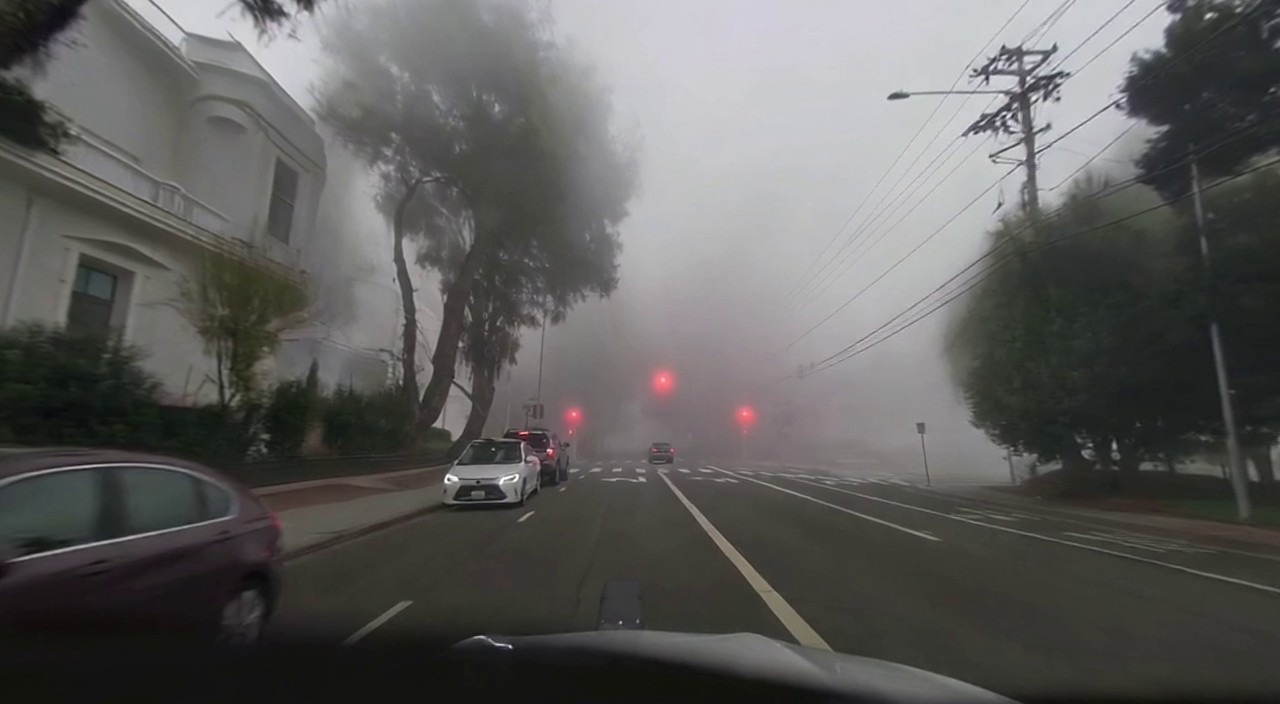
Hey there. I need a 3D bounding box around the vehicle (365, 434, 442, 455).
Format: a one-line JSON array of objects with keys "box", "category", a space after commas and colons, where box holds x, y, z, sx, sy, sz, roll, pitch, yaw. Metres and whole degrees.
[{"box": [-16.807, 6.601, 45.066, 4.718, 1.497, 2.032, 0, -9, 0], "category": "vehicle"}]

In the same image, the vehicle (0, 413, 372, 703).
[{"box": [-3.252, 1.011, 2.474, 2.089, 1.501, 5.294, 0, -9, 0], "category": "vehicle"}]

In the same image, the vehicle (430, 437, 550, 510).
[{"box": [-3.511, 2.936, 15.774, 1.855, 1.534, 4.644, 0, -9, 0], "category": "vehicle"}]
